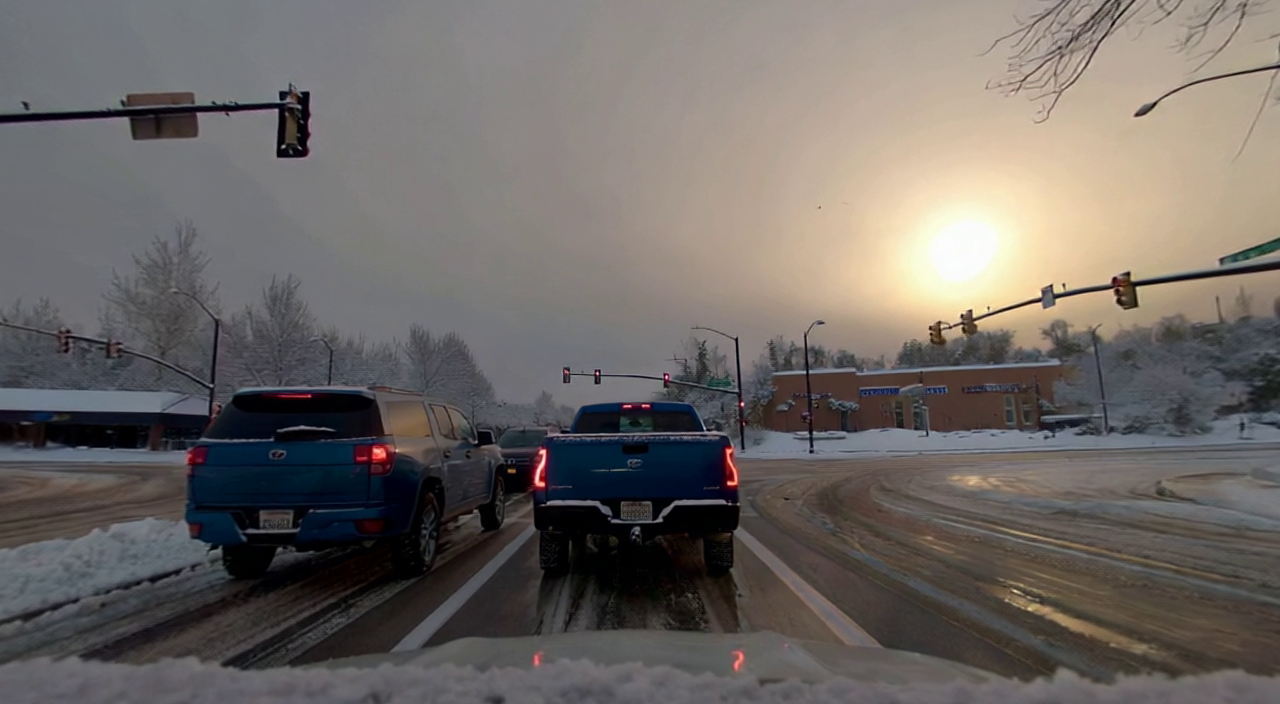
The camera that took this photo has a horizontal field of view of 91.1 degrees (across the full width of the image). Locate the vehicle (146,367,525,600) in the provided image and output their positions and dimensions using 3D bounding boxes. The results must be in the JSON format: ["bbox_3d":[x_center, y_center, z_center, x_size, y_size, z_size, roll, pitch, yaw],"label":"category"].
[{"bbox_3d":[-2.974,1.441,7.716,2.220,1.926,4.870,0,-8,-1],"label":"vehicle"}]

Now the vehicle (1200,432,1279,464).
[{"bbox_3d":[35.859,5.570,36.432,4.714,1.754,2.041,0,-8,-2],"label":"vehicle"}]

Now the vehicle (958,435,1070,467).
[{"bbox_3d":[19.296,5.107,32.516,4.624,1.601,1.871,0,-8,-3],"label":"vehicle"}]

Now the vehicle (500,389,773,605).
[{"bbox_3d":[-0.067,1.520,7.516,2.204,1.738,4.690,0,-8,-1],"label":"vehicle"}]

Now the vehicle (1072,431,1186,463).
[{"bbox_3d":[27.921,5.464,35.971,4.849,1.759,2.041,0,-8,-3],"label":"vehicle"}]

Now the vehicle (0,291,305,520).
[{"bbox_3d":[-12.743,1.650,15.860,3.048,3.927,10.755,0,-8,-3],"label":"vehicle"}]
